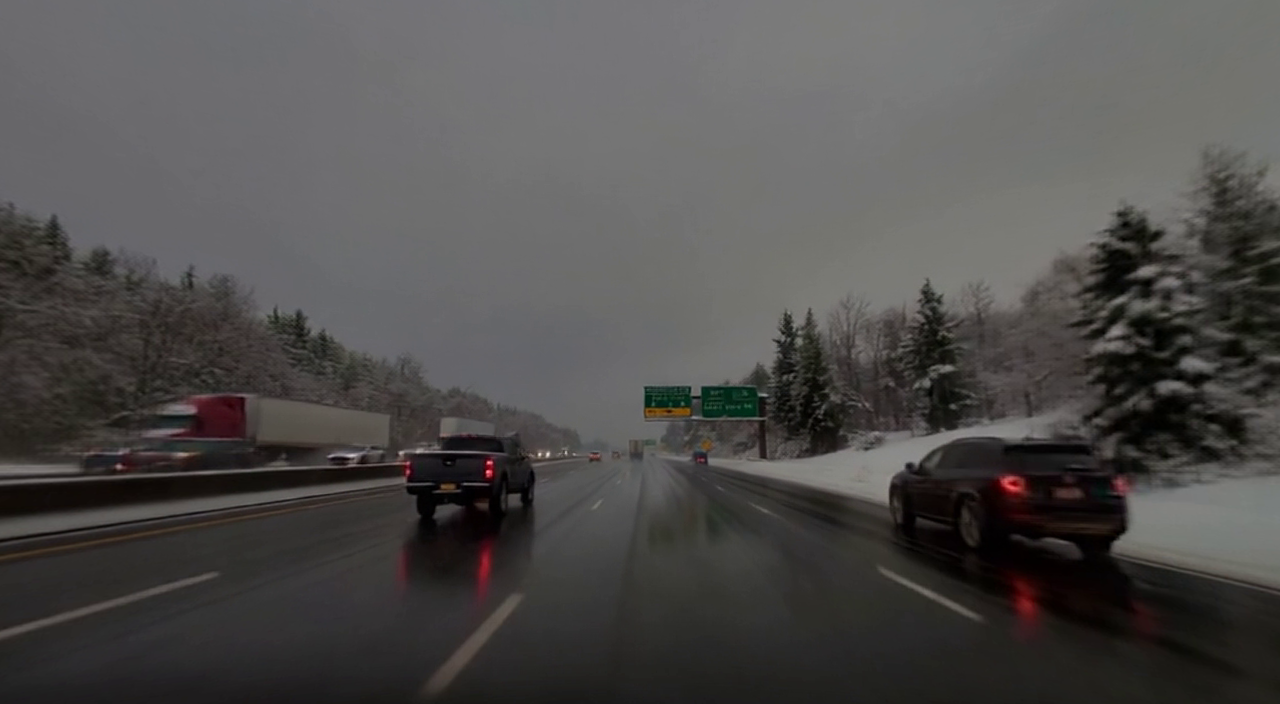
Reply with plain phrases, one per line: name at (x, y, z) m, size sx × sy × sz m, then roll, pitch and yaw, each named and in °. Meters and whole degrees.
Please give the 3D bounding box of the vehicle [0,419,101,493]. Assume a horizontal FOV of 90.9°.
vehicle at (-14.166, 2.139, 13.185) m, size 1.874 × 1.513 × 4.268 m, roll 2°, pitch -10°, yaw 1°

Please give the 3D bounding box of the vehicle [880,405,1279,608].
vehicle at (4.848, 1.657, 7.607) m, size 2.080 × 1.725 × 4.252 m, roll 0°, pitch -9°, yaw -2°

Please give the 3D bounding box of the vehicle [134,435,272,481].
vehicle at (-14.588, 3.571, 21.337) m, size 1.860 × 1.424 × 3.811 m, roll 0°, pitch -9°, yaw 1°

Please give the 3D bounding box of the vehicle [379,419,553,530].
vehicle at (-3.426, 2.573, 13.740) m, size 2.220 × 1.928 × 5.176 m, roll 0°, pitch -9°, yaw 1°

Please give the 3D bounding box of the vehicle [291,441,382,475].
vehicle at (-13.663, 4.789, 28.635) m, size 1.951 × 1.428 × 4.206 m, roll 0°, pitch -9°, yaw 1°
